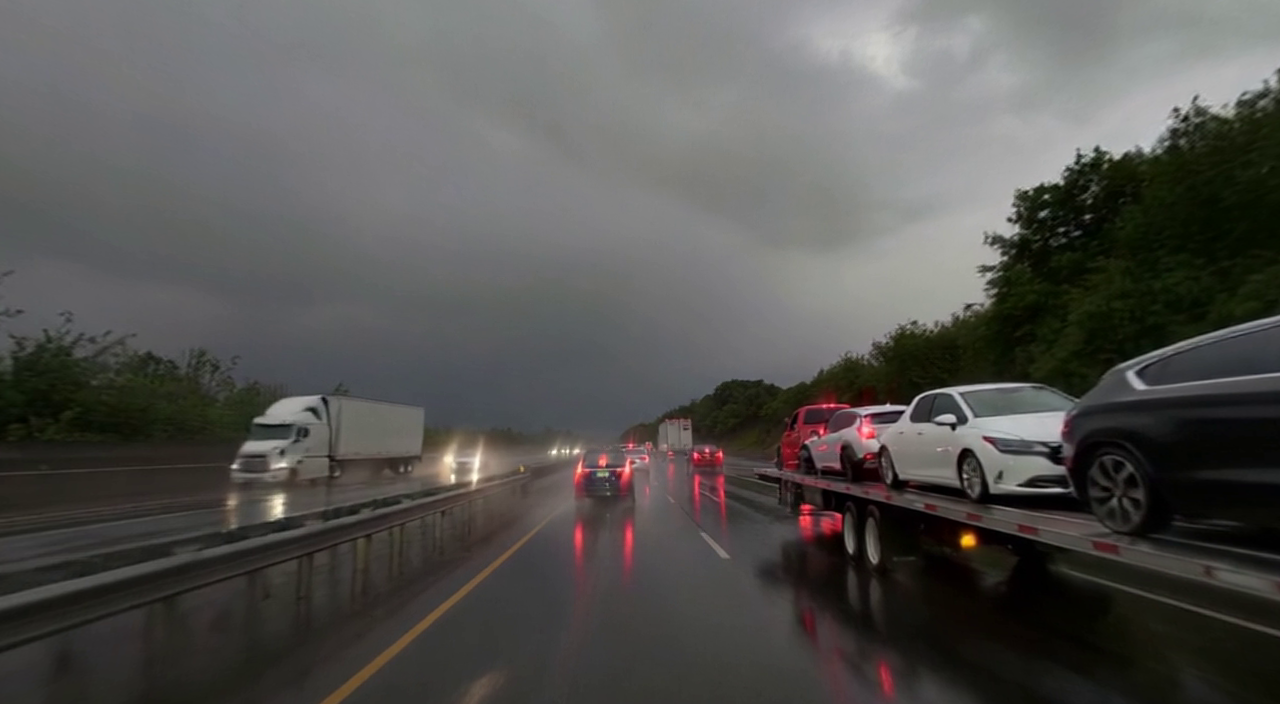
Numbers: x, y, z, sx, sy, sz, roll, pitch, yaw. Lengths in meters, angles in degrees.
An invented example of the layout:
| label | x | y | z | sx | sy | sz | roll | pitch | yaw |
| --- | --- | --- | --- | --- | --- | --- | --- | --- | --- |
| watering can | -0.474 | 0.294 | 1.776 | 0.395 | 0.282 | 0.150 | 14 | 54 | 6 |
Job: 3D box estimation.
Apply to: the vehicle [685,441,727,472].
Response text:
| label | x | y | z | sx | sy | sz | roll | pitch | yaw |
| --- | --- | --- | --- | --- | --- | --- | --- | --- | --- |
| vehicle | 3.795 | 6.088 | 36.720 | 1.938 | 1.660 | 4.223 | 0 | -9 | -1 |

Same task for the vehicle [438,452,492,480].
| label | x | y | z | sx | sy | sz | roll | pitch | yaw |
| --- | --- | --- | --- | --- | --- | --- | --- | --- | --- |
| vehicle | -11.032 | 7.210 | 39.990 | 2.221 | 1.639 | 4.105 | 0 | -9 | 0 |

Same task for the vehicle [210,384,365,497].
| label | x | y | z | sx | sy | sz | roll | pitch | yaw |
| --- | --- | --- | --- | --- | --- | --- | --- | --- | --- |
| vehicle | -15.393 | 3.981 | 28.204 | 3.230 | 4.500 | 5.937 | 0 | -9 | 1 |

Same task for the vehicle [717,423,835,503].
| label | x | y | z | sx | sy | sz | roll | pitch | yaw |
| --- | --- | --- | --- | --- | --- | --- | --- | --- | --- |
| vehicle | 3.504 | 2.964 | 17.108 | 2.303 | 1.889 | 3.920 | 0 | -9 | 0 |

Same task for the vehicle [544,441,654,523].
| label | x | y | z | sx | sy | sz | roll | pitch | yaw |
| --- | --- | --- | --- | --- | --- | --- | --- | --- | --- |
| vehicle | -0.735 | 2.655 | 13.363 | 1.991 | 1.466 | 3.675 | 0 | -9 | 0 |

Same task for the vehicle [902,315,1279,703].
| label | x | y | z | sx | sy | sz | roll | pitch | yaw |
| --- | --- | --- | --- | --- | --- | --- | --- | --- | --- |
| vehicle | 3.470 | 0.947 | 3.659 | 1.959 | 1.783 | 4.407 | 0 | -9 | 0 |
